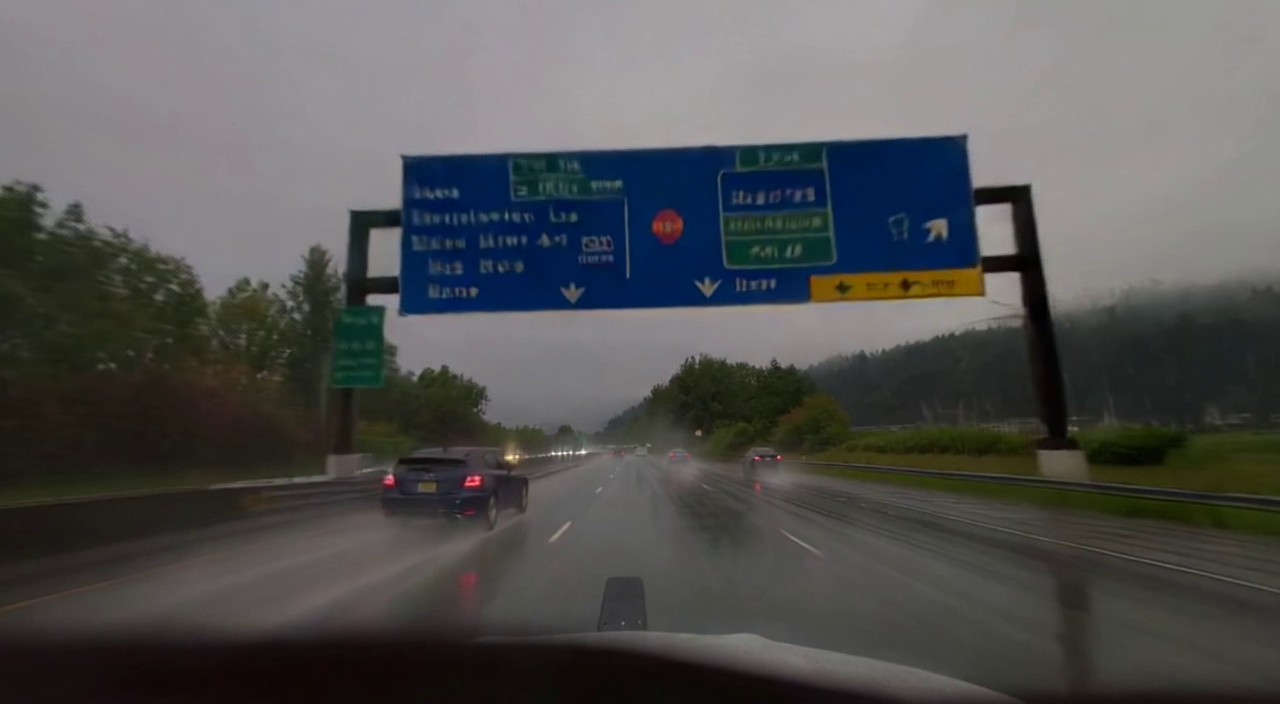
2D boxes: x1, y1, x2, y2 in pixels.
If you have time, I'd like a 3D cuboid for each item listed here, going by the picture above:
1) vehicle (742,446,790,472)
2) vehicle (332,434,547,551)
[{"bbox_3d":[7.718,6.575,38.970,1.943,1.493,4.507,0,-9,-1],"label":"vehicle"},{"bbox_3d":[-3.029,2.234,10.725,2.191,1.563,4.318,0,-9,1],"label":"vehicle"}]
